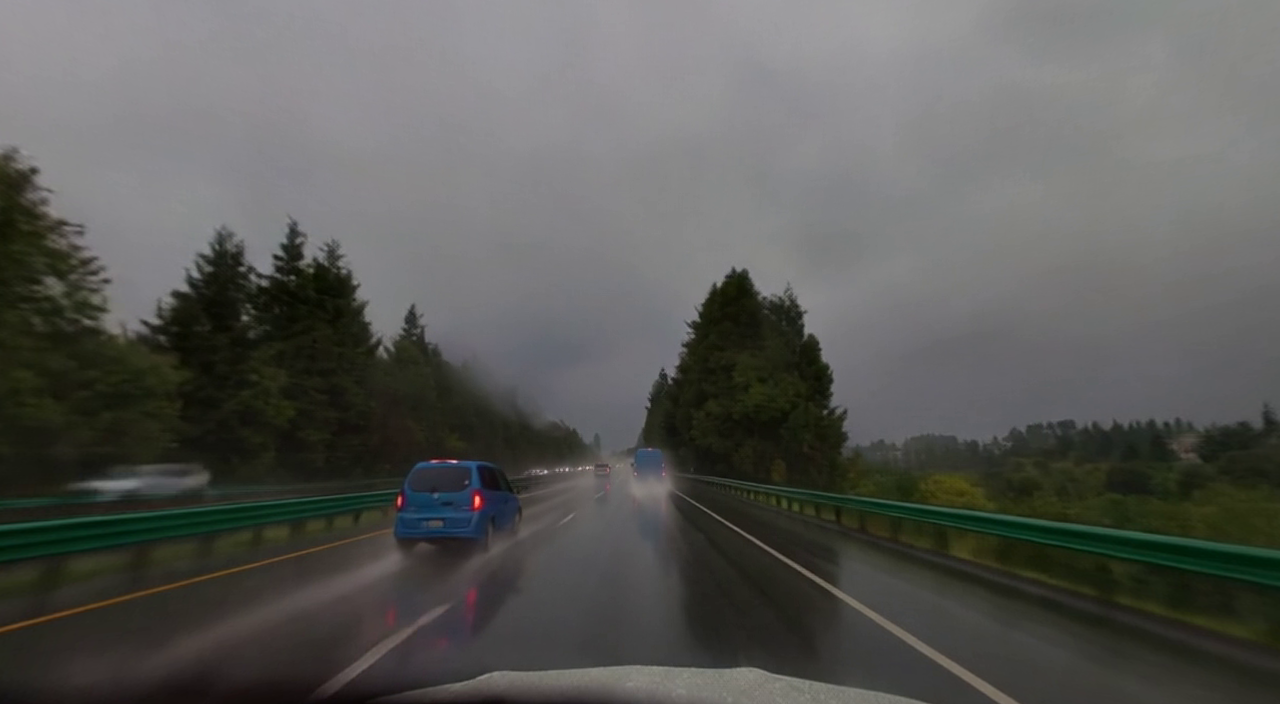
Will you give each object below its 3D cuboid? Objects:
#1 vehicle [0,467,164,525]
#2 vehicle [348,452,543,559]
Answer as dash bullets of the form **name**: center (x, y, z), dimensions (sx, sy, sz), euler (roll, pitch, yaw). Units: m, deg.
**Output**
- **vehicle**: center (-16.259, 4.076, 18.226), dimensions (1.724, 1.460, 4.153), euler (1, -11, -1)
- **vehicle**: center (-3.130, 2.617, 11.286), dimensions (2.038, 1.490, 4.391), euler (1, -11, 1)
